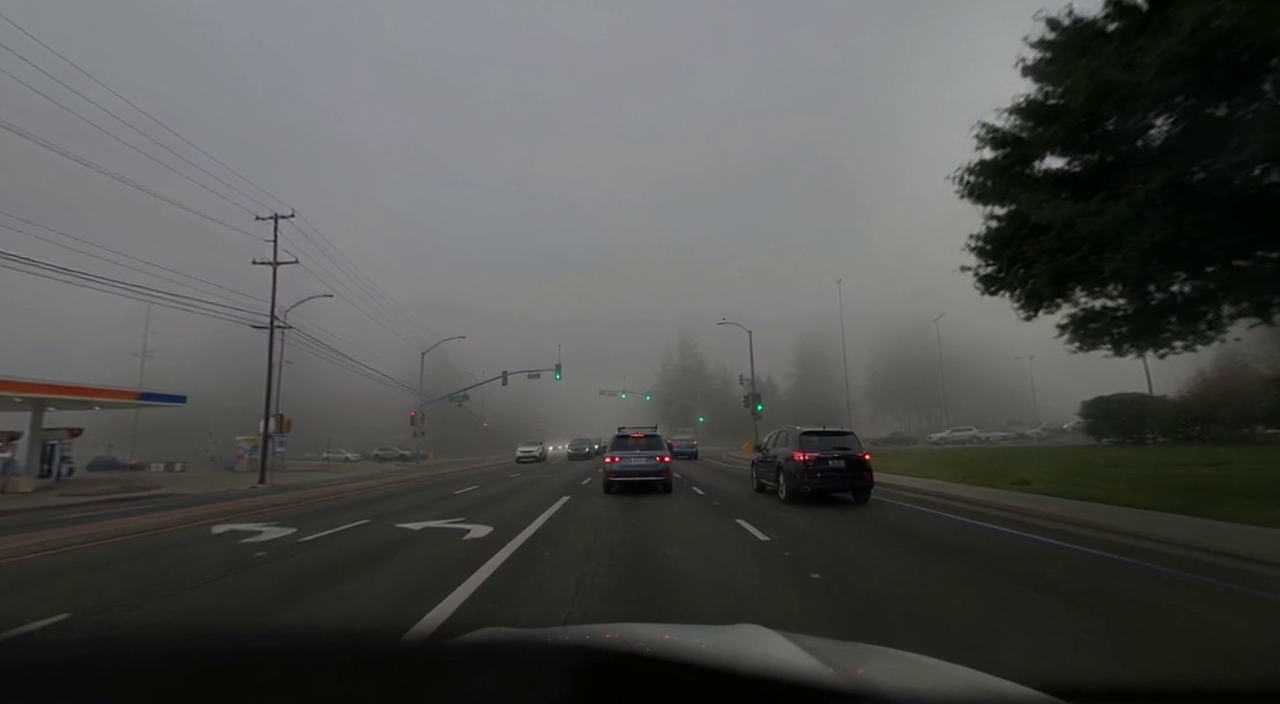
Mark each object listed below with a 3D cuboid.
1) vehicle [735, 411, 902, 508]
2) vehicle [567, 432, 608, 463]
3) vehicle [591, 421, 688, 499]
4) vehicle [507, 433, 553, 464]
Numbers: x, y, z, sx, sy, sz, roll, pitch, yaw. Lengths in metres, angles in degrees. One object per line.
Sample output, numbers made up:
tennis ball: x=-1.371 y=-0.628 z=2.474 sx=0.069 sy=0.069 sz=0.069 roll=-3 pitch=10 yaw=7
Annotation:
vehicle: x=3.735 y=2.372 z=14.387 sx=2.116 sy=1.791 sz=5.006 roll=0 pitch=-8 yaw=-3
vehicle: x=-3.184 y=5.885 z=38.961 sx=2.155 sy=1.745 sz=4.248 roll=0 pitch=-8 yaw=0
vehicle: x=-0.087 y=2.683 z=16.049 sx=2.164 sy=1.718 sz=3.881 roll=0 pitch=-8 yaw=-2
vehicle: x=-6.591 y=5.838 z=38.334 sx=1.994 sy=1.695 sz=4.471 roll=0 pitch=-8 yaw=0
